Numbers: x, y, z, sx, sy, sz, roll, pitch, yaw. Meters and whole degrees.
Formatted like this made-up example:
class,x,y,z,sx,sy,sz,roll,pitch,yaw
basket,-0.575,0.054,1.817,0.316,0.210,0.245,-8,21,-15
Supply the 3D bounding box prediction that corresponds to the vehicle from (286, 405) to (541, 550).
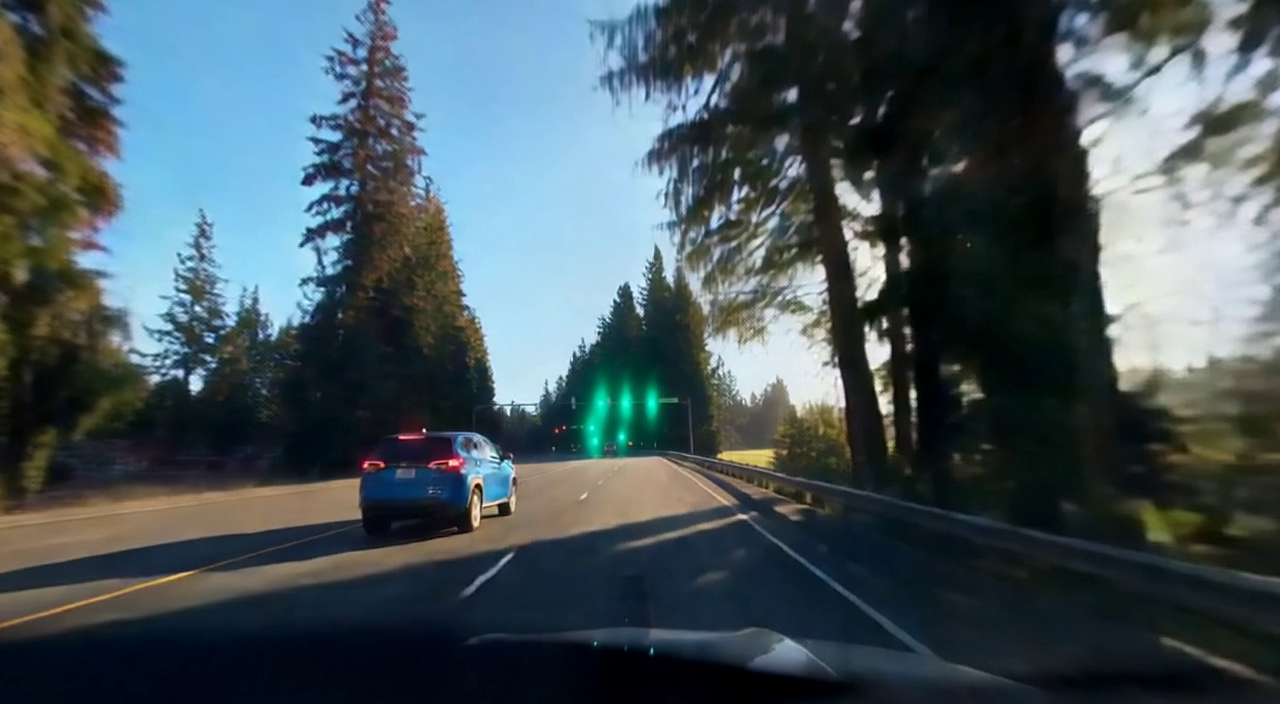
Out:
class,x,y,z,sx,sy,sz,roll,pitch,yaw
vehicle,-3.342,1.987,10.732,2.336,1.857,4.986,0,-8,2
